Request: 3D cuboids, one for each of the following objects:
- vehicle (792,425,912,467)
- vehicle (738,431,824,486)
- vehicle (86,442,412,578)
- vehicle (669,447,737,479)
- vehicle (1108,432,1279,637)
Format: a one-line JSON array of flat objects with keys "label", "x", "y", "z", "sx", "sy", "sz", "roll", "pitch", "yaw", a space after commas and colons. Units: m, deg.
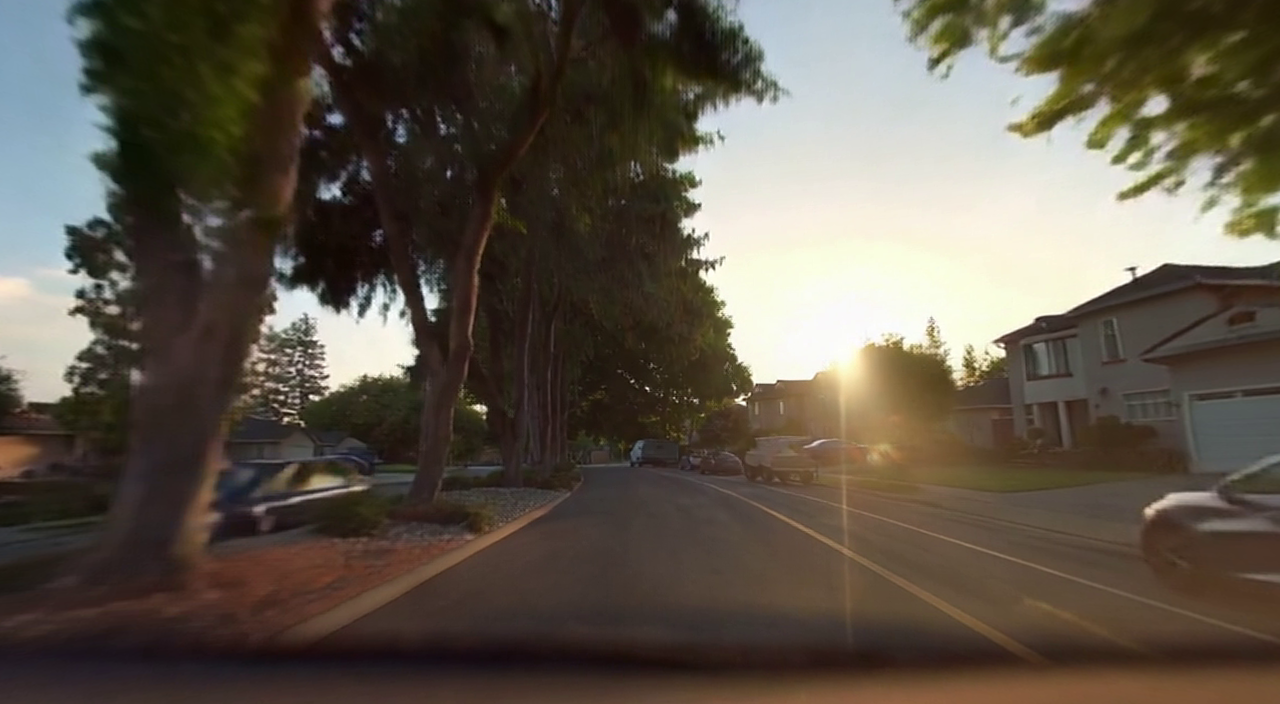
[{"label": "vehicle", "x": 13.436, "y": 6.079, "z": 40.487, "sx": 6.635, "sy": 2.414, "sz": 2.896, "roll": -1, "pitch": -13, "yaw": 4}, {"label": "vehicle", "x": 5.976, "y": 4.588, "z": 27.547, "sx": 2.305, "sy": 2.111, "sz": 4.965, "roll": 0, "pitch": -8, "yaw": -4}, {"label": "vehicle", "x": -5.378, "y": 2.169, "z": 9.578, "sx": 2.058, "sy": 1.551, "sz": 4.247, "roll": -1, "pitch": -8, "yaw": 3}, {"label": "vehicle", "x": 3.610, "y": 6.509, "z": 37.382, "sx": 2.713, "sy": 1.671, "sz": 4.939, "roll": 1, "pitch": -8, "yaw": -11}, {"label": "vehicle", "x": 5.905, "y": 1.333, "z": 4.430, "sx": 2.080, "sy": 1.543, "sz": 4.294, "roll": -1, "pitch": -8, "yaw": 3}]
